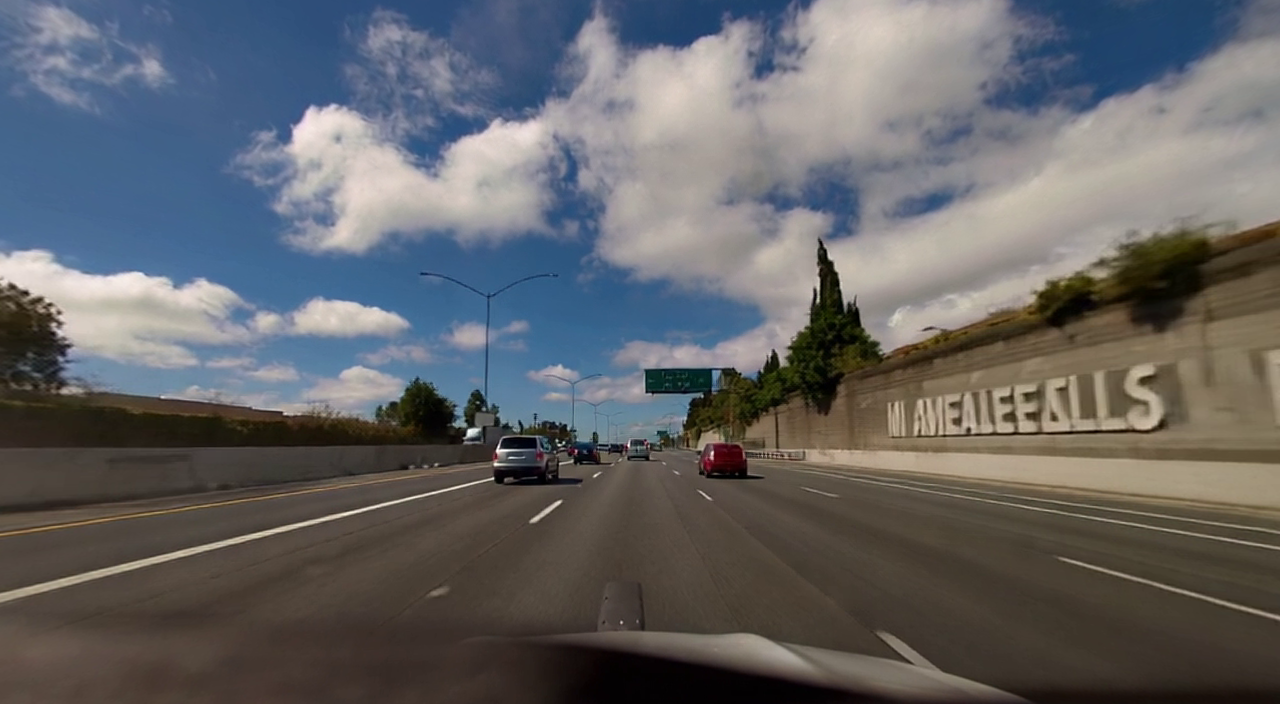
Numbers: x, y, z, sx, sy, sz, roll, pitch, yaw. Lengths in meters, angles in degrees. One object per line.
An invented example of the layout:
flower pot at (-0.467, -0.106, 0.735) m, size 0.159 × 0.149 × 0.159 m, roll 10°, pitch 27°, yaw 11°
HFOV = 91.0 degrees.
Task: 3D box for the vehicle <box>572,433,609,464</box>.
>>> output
vehicle at (-3.686, 7.265, 47.496) m, size 2.378 × 2.214 × 4.352 m, roll 0°, pitch -8°, yaw 0°

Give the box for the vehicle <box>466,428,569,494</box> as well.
vehicle at (-3.719, 3.430, 20.284) m, size 2.184 × 1.819 × 5.441 m, roll 0°, pitch -8°, yaw 0°

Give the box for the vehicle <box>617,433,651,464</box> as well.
vehicle at (-0.415, 7.371, 48.392) m, size 2.485 × 2.215 × 5.199 m, roll 0°, pitch -8°, yaw 1°

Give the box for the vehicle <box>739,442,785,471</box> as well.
vehicle at (7.656, 6.568, 39.805) m, size 2.033 × 1.680 × 4.505 m, roll 0°, pitch -8°, yaw 0°

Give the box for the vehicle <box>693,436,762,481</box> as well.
vehicle at (3.590, 4.479, 26.769) m, size 2.224 × 1.752 × 4.487 m, roll 0°, pitch -8°, yaw -1°
